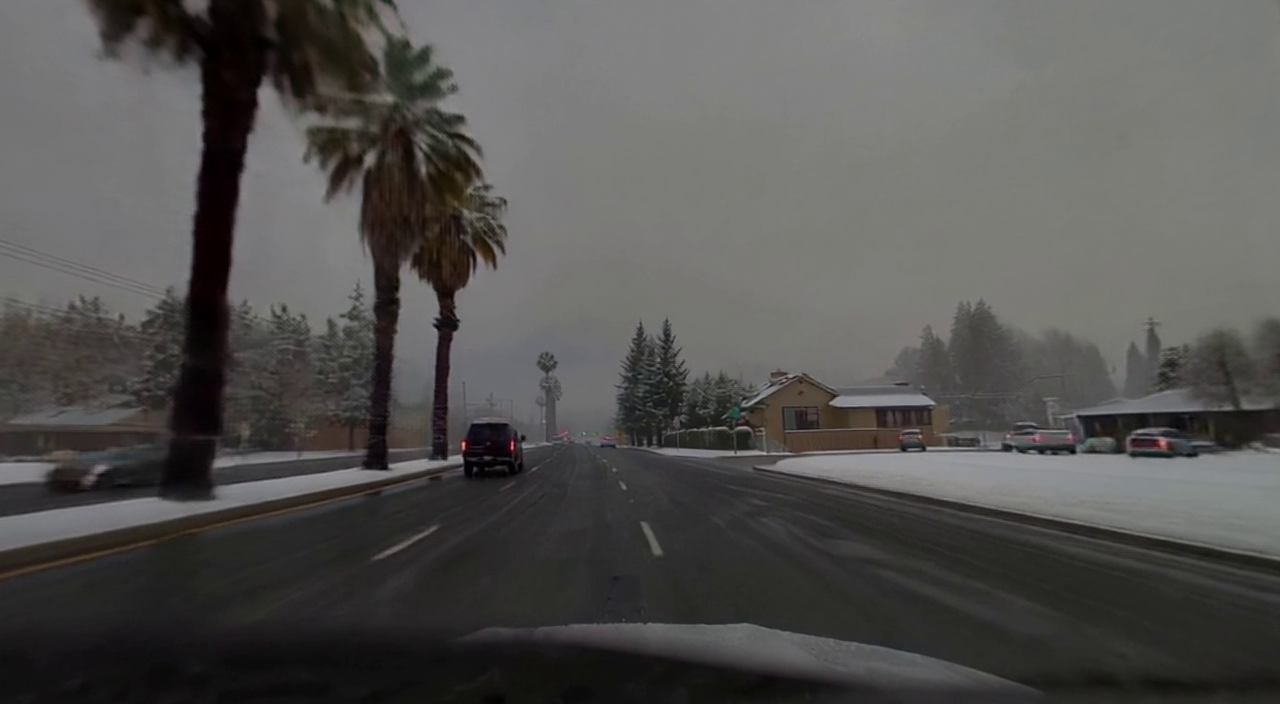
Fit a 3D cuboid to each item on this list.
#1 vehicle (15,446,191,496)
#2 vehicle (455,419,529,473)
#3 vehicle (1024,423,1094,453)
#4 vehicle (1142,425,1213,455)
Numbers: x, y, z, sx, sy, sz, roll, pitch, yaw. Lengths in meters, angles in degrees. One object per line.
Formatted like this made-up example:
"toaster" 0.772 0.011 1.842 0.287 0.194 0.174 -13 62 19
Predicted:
"vehicle" -17.735 3.902 21.123 2.030 1.459 4.695 1 -9 -5
"vehicle" -6.504 4.258 28.378 2.507 2.161 6.049 1 -9 -6
"vehicle" 25.796 5.312 38.608 4.520 1.746 2.295 7 -11 -40
"vehicle" 29.420 4.837 34.309 4.384 1.501 2.020 7 -10 -38
